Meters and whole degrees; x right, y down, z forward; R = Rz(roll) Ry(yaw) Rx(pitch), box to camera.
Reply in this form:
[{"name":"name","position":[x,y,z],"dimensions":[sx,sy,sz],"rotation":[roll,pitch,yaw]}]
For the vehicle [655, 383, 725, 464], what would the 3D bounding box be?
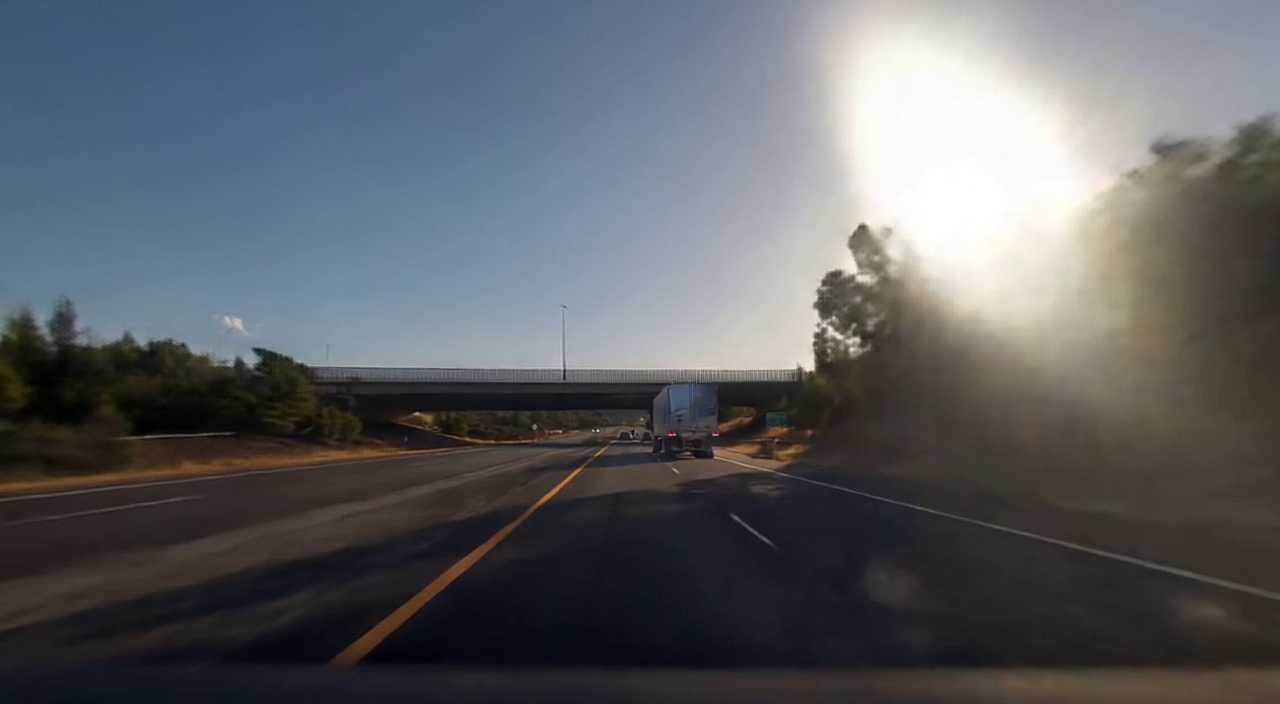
[{"name":"vehicle","position":[2.512,4.024,34.635],"dimensions":[2.949,3.877,8.528],"rotation":[0,-8,-2]}]
